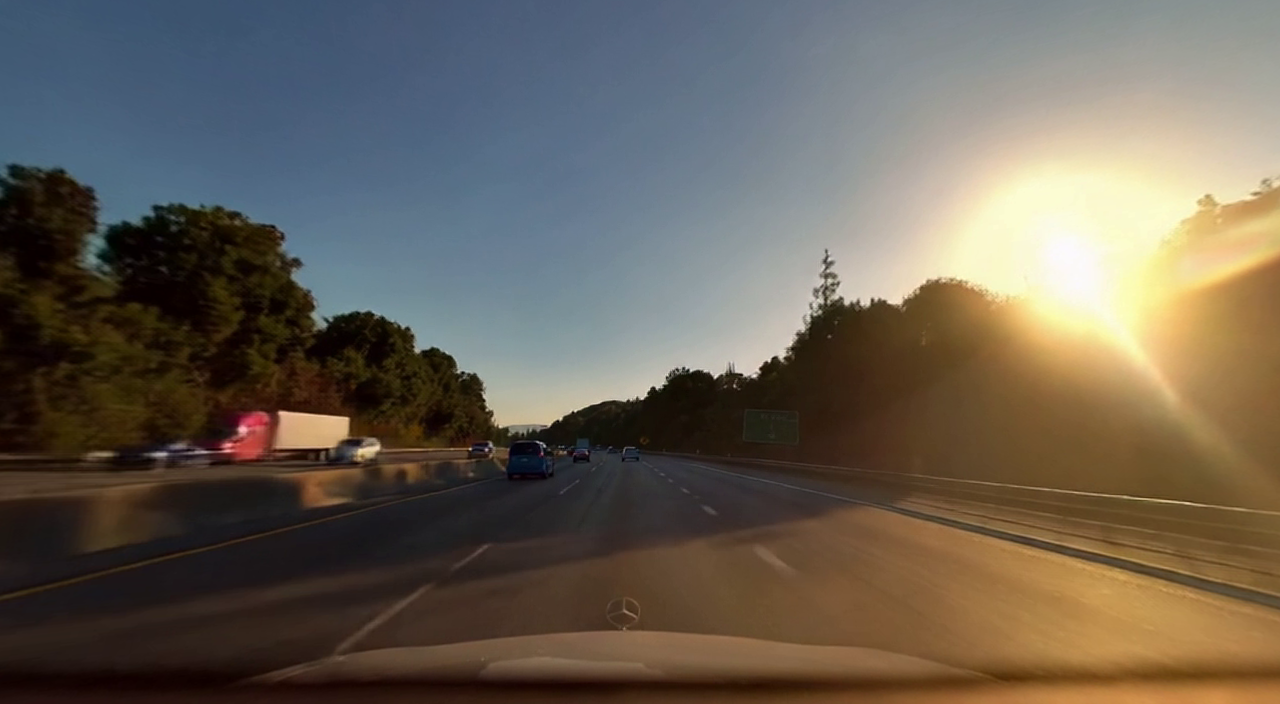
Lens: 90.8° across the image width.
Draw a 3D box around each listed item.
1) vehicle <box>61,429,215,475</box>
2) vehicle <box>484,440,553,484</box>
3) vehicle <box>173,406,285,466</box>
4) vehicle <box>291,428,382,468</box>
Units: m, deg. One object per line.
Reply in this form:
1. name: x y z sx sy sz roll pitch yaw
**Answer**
1. vehicle: -17.701 3.558 22.576 1.851 1.453 4.488 0 -9 -1
2. vehicle: -4.984 4.541 26.411 2.088 1.675 4.108 0 -9 0
3. vehicle: -17.853 3.722 27.690 2.131 2.428 4.017 0 -9 0
4. vehicle: -13.694 4.391 28.820 1.934 1.650 4.563 0 -9 -1
